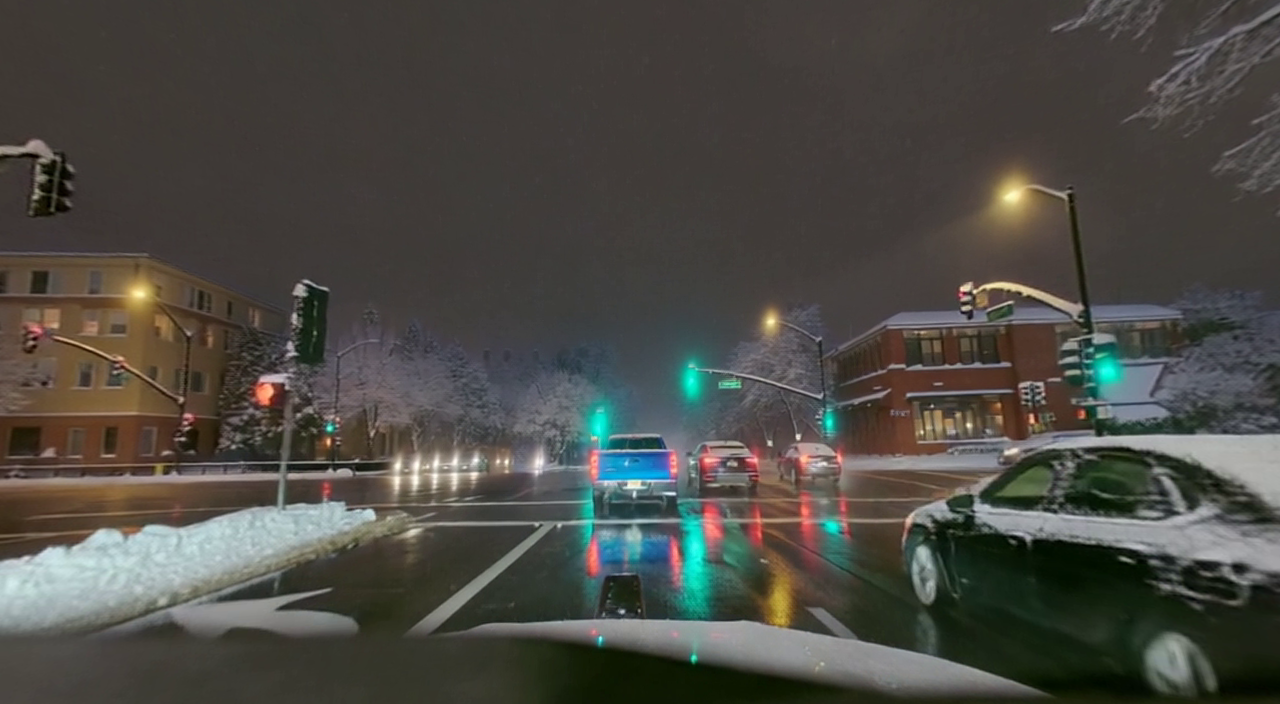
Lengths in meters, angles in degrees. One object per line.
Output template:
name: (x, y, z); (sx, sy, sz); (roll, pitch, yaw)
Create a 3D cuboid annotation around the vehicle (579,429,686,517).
vehicle: (-0.227, 2.995, 16.206); (2.344, 1.883, 4.572); (0, -8, -2)

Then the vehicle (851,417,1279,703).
vehicle: (3.208, 1.251, 4.148); (2.057, 1.463, 4.365); (0, -8, -1)

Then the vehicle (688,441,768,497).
vehicle: (2.957, 4.054, 22.310); (2.013, 1.742, 4.424); (0, -8, -2)

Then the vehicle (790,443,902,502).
vehicle: (6.418, 3.781, 20.305); (2.002, 1.651, 4.305); (0, -8, -2)

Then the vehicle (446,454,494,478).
vehicle: (-11.776, 7.916, 44.112); (1.989, 1.459, 4.667); (0, -8, 0)

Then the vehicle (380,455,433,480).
vehicle: (-15.841, 7.851, 43.090); (1.915, 1.491, 4.347); (0, -8, 0)
